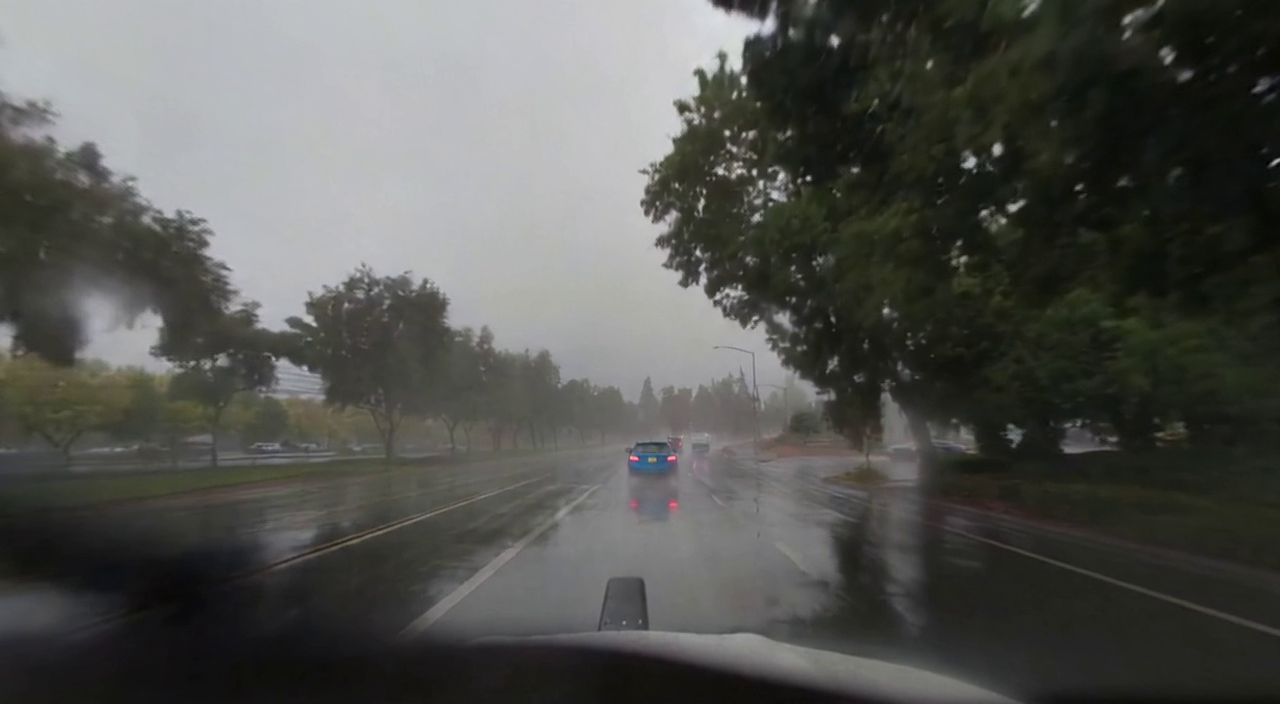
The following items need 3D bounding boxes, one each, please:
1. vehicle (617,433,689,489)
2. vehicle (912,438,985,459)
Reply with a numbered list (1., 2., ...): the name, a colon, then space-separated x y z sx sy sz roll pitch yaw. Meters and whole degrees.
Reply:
1. vehicle: 0.374 3.339 19.638 2.010 1.535 3.735 -1 -8 0
2. vehicle: 22.540 7.034 46.137 4.305 1.457 1.885 -1 -8 5
